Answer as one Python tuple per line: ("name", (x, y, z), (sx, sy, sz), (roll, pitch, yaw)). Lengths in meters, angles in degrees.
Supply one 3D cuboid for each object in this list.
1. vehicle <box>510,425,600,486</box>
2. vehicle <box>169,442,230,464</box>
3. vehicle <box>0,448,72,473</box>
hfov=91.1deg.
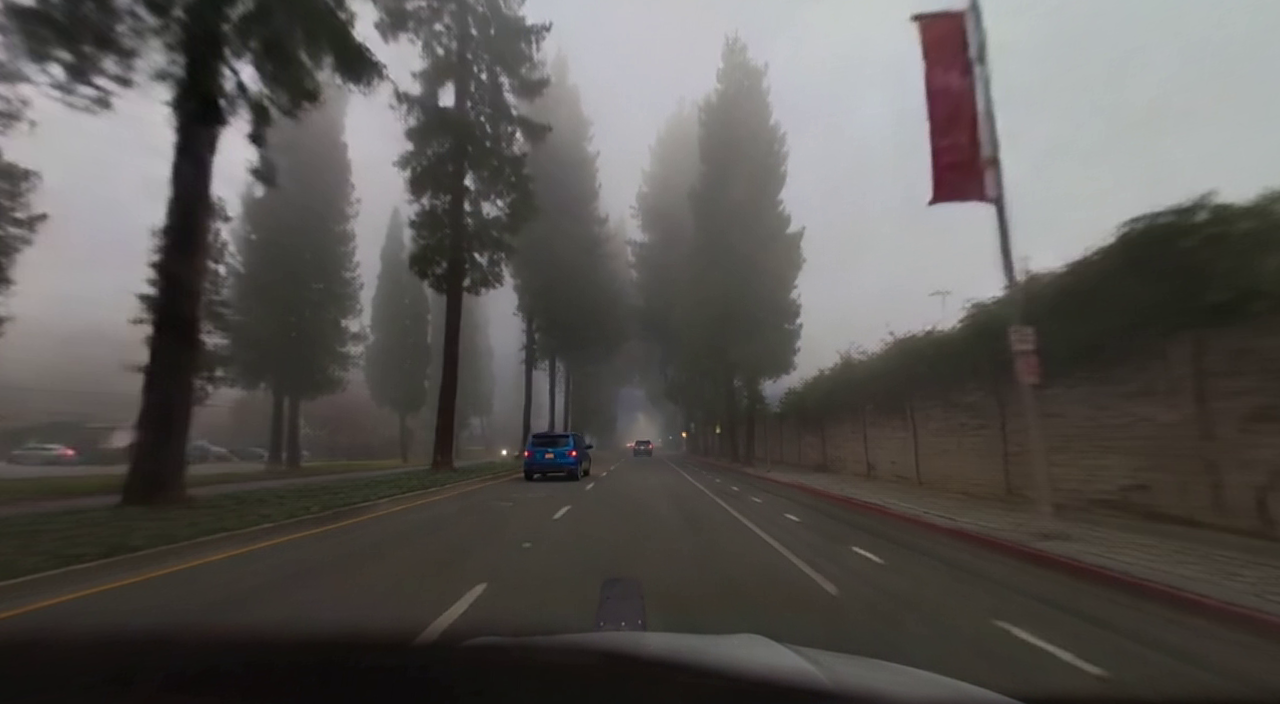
("vehicle", (-2.726, 3.486, 21.437), (2.281, 1.837, 4.845), (0, -8, 2))
("vehicle", (-34.667, 7.933, 49.533), (1.926, 1.637, 3.948), (1, -9, 0))
("vehicle", (-42.106, 7.368, 42.887), (4.587, 1.638, 1.870), (1, -9, -4))
